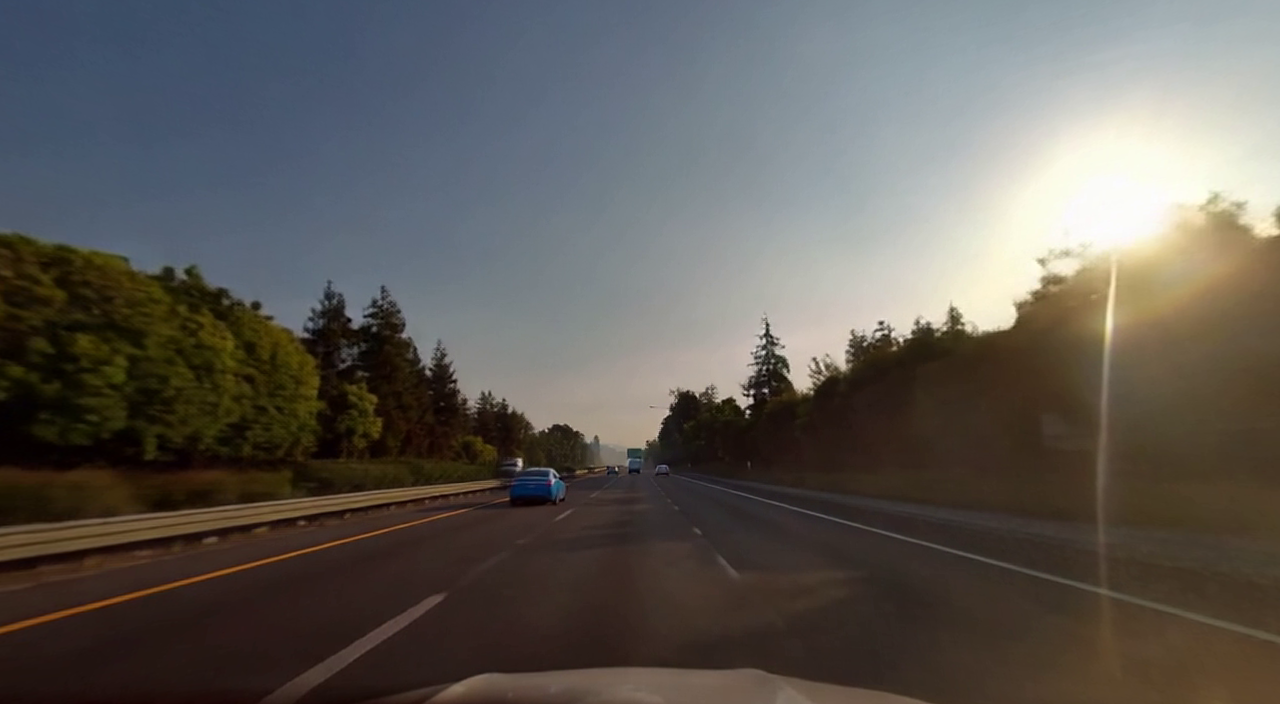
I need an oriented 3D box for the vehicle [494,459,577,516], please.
[{"bbox_3d":[-3.121,4.154,19.652,1.797,1.532,4.072,1,-10,1],"label":"vehicle"}]
